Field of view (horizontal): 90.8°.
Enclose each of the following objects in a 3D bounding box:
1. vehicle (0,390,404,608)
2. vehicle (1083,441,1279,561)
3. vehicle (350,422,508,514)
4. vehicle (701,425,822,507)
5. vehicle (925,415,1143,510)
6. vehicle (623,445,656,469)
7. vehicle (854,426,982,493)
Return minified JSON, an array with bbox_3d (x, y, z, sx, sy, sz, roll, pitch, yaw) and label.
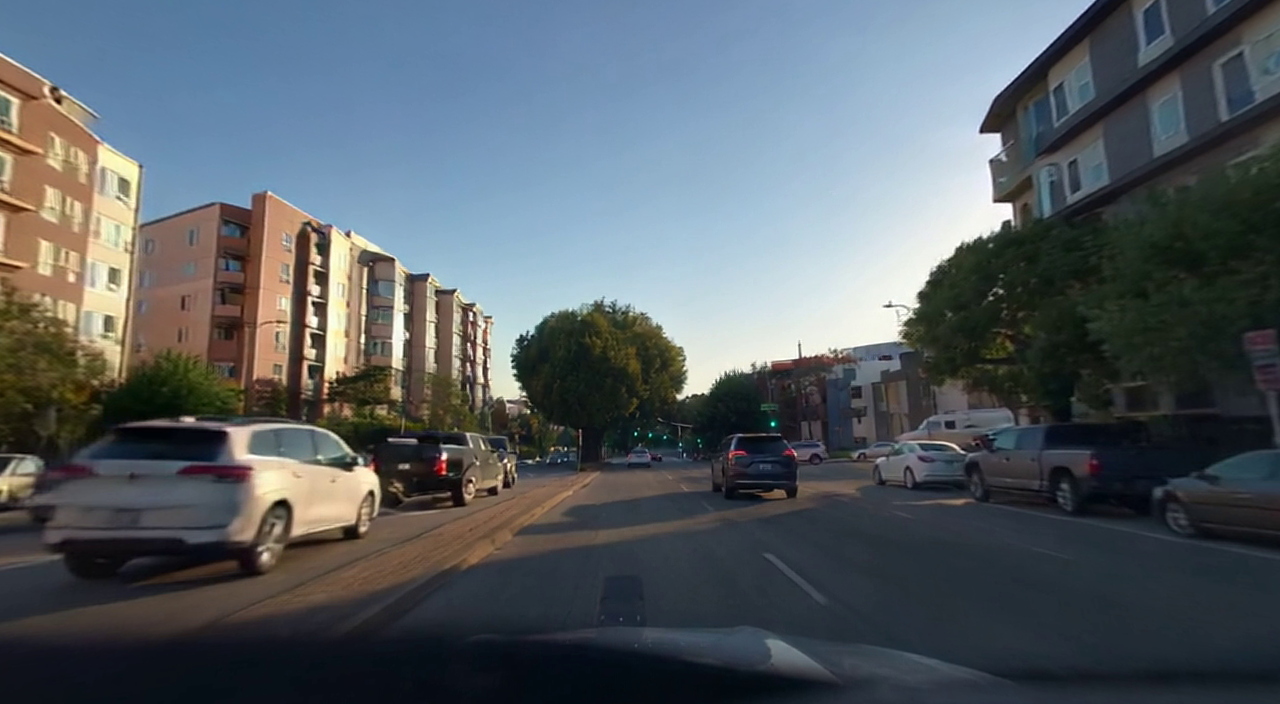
[{"bbox_3d":[-4.981,1.564,7.837,2.275,1.816,4.923,0,-8,-1],"label":"vehicle"},{"bbox_3d":[8.929,1.992,8.781,1.953,1.455,4.883,0,-8,-1],"label":"vehicle"},{"bbox_3d":[-4.857,2.722,15.618,2.009,1.837,5.590,0,-8,0],"label":"vehicle"},{"bbox_3d":[3.040,2.947,16.970,2.129,1.844,4.767,0,-8,-2],"label":"vehicle"},{"bbox_3d":[9.032,2.565,15.196,1.935,1.875,5.051,0,-8,0],"label":"vehicle"},{"bbox_3d":[-0.082,7.121,42.990,2.059,1.492,4.033,0,-8,-2],"label":"vehicle"},{"bbox_3d":[8.936,3.456,20.865,1.939,1.927,4.833,0,-8,-1],"label":"vehicle"}]
